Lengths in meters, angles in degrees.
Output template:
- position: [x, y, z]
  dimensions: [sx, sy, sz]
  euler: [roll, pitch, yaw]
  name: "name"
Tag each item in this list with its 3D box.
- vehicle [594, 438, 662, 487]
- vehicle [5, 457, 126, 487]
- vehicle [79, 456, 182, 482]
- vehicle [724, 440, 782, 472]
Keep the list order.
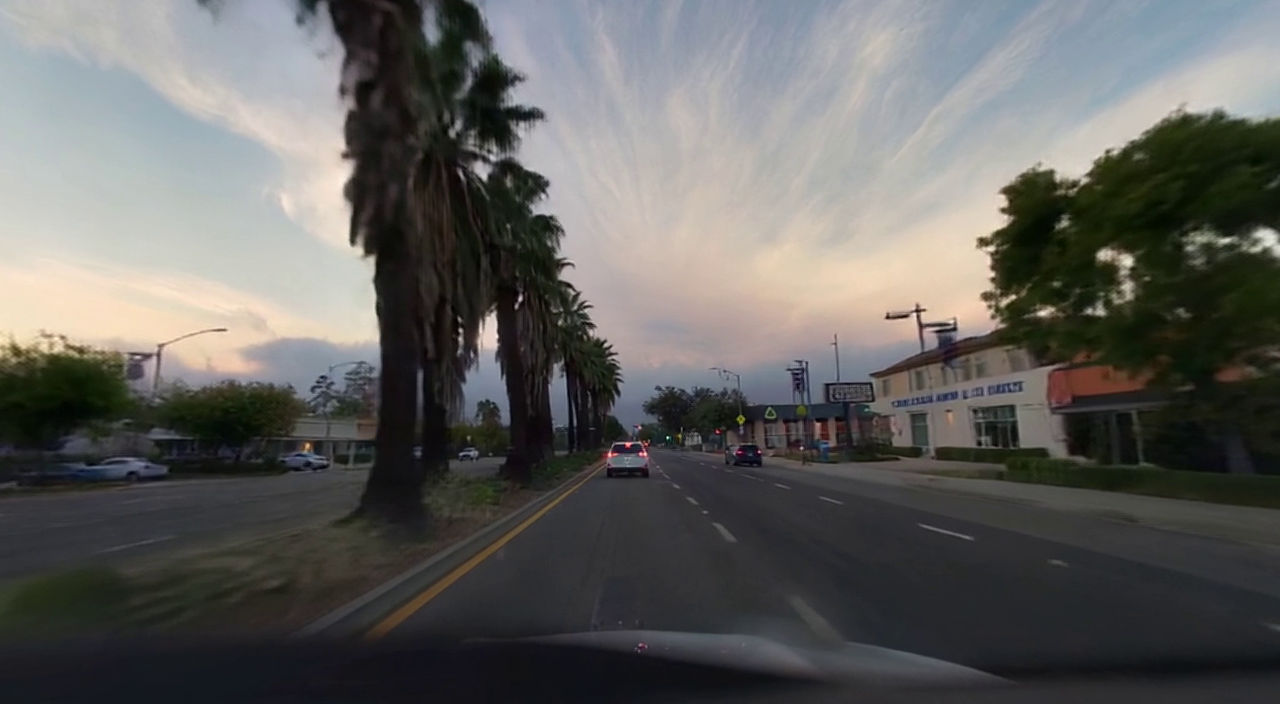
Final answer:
- position: [-0.367, 3.727, 21.611]
  dimensions: [2.106, 1.496, 3.964]
  euler: [0, -9, 0]
  name: "vehicle"
- position: [-30.972, 6.458, 34.158]
  dimensions: [4.544, 1.533, 2.026]
  euler: [0, -9, 0]
  name: "vehicle"
- position: [-30.163, 6.930, 37.526]
  dimensions: [4.345, 1.476, 1.937]
  euler: [0, -9, -2]
  name: "vehicle"
- position: [6.099, 5.660, 34.657]
  dimensions: [2.244, 1.618, 4.585]
  euler: [0, -9, -2]
  name: "vehicle"
